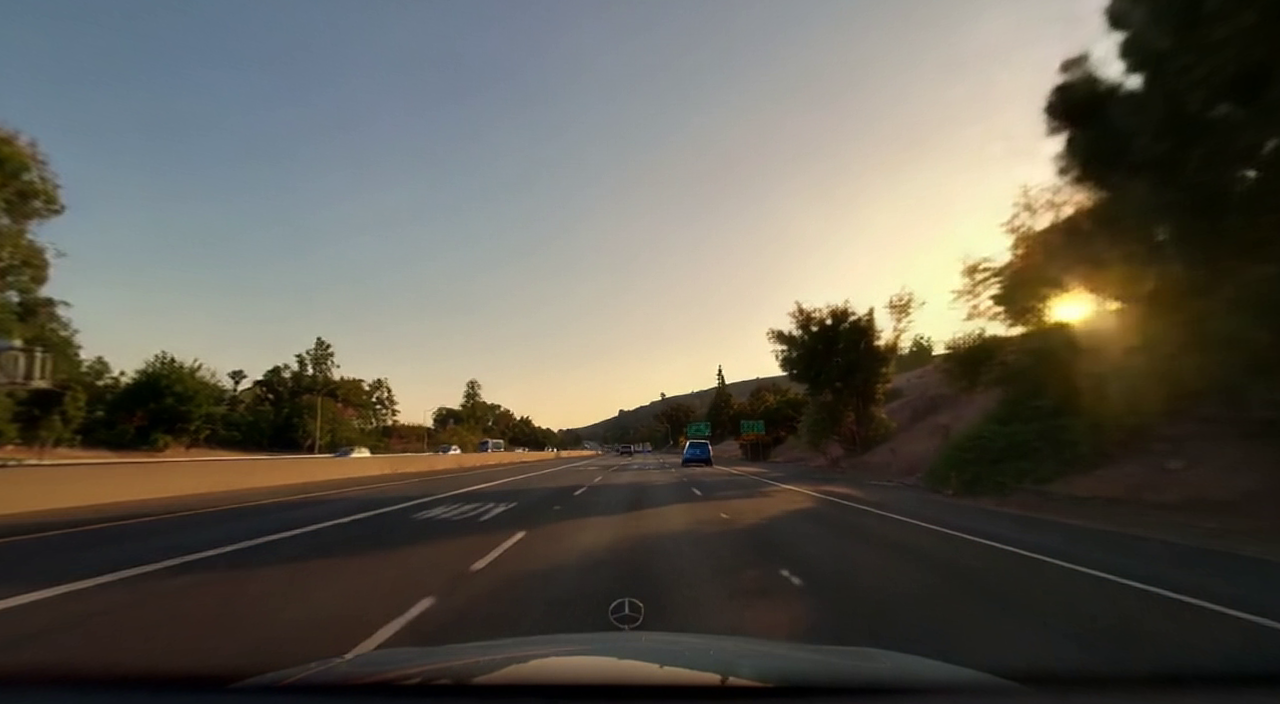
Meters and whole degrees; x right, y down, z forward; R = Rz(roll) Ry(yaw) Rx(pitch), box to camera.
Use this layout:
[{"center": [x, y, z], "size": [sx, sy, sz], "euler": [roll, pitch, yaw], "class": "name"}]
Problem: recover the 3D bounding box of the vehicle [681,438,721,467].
[{"center": [4.245, 7.046, 44.489], "size": [2.172, 1.930, 4.879], "euler": [0, -8, -2], "class": "vehicle"}]
